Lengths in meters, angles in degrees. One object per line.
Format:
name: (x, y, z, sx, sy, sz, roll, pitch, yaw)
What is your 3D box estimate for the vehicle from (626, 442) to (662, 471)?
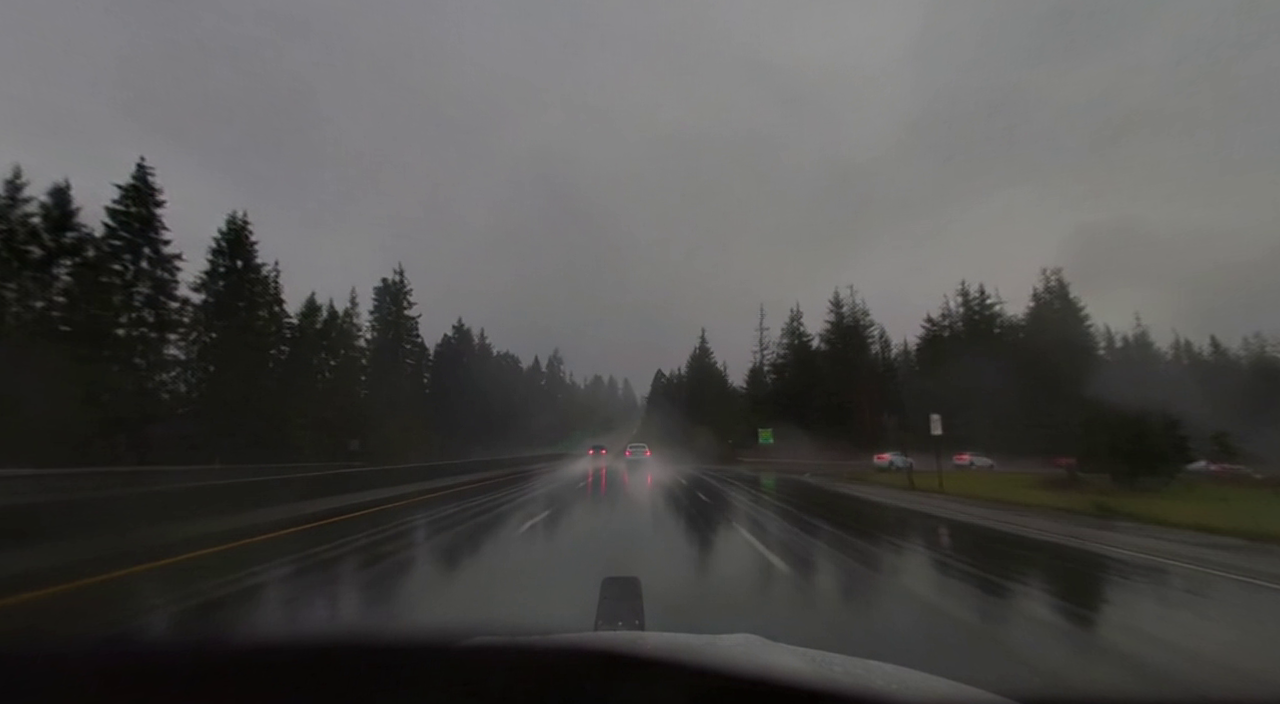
vehicle: (0.218, 6.341, 38.440, 2.130, 1.684, 3.826, 0, -8, 0)
